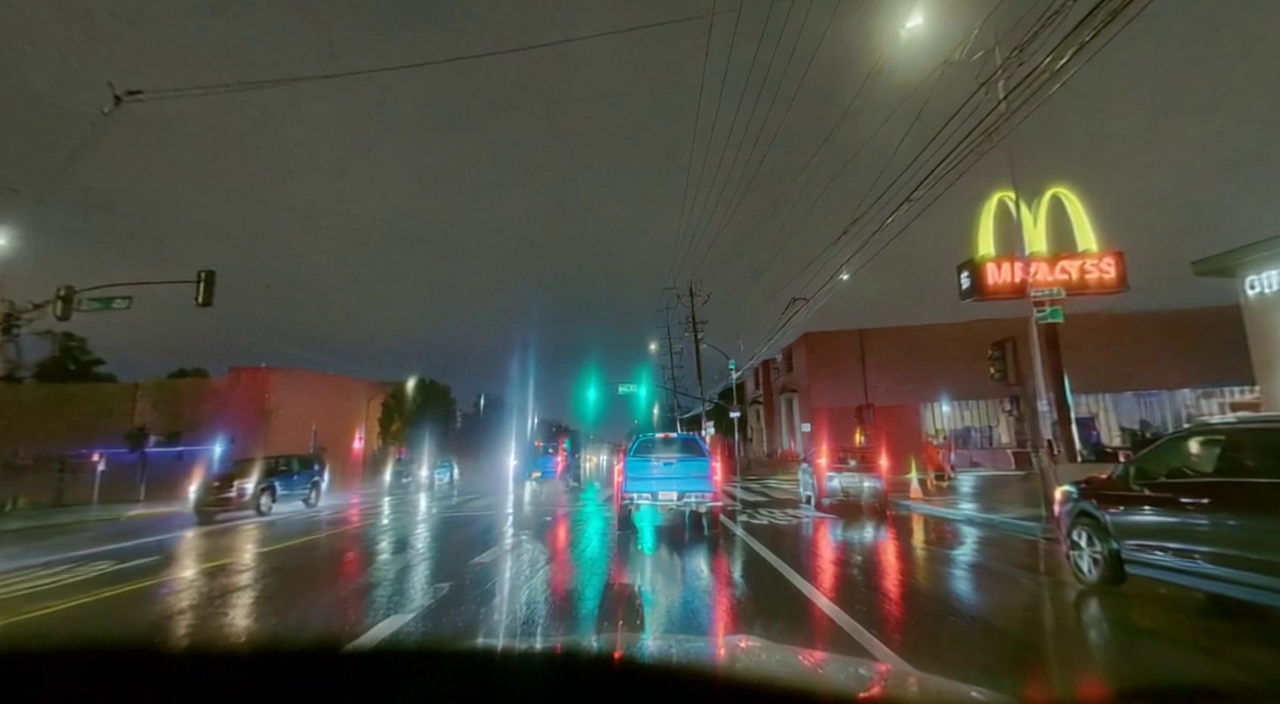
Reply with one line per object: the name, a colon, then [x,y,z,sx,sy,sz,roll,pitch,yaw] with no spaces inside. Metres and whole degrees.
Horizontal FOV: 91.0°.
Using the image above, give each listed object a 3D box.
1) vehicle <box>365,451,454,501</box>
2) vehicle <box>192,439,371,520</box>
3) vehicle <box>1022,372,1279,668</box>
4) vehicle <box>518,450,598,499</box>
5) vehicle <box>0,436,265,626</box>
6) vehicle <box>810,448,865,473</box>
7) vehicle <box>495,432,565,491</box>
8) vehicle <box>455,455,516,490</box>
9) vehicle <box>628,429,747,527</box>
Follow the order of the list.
vehicle: [-9.170,4.928,25.476,1.961,1.814,4.418,0,-9,-1]
vehicle: [-9.853,3.509,18.023,2.081,1.925,5.632,1,-9,-4]
vehicle: [5.001,1.121,4.376,1.974,1.823,4.576,0,-9,3]
vehicle: [-2.848,4.390,22.984,1.995,1.554,4.618,0,-9,4]
vehicle: [-6.263,1.666,6.465,1.994,1.551,4.414,0,-9,1]
vehicle: [13.078,7.221,42.070,2.075,1.556,4.585,1,-9,-2]
vehicle: [-6.066,6.157,35.827,2.619,2.948,7.193,0,-9,0]
vehicle: [-9.399,7.349,38.823,2.231,1.902,5.775,0,-9,0]
vehicle: [1.057,2.583,13.514,2.089,1.699,4.650,-1,-9,6]
